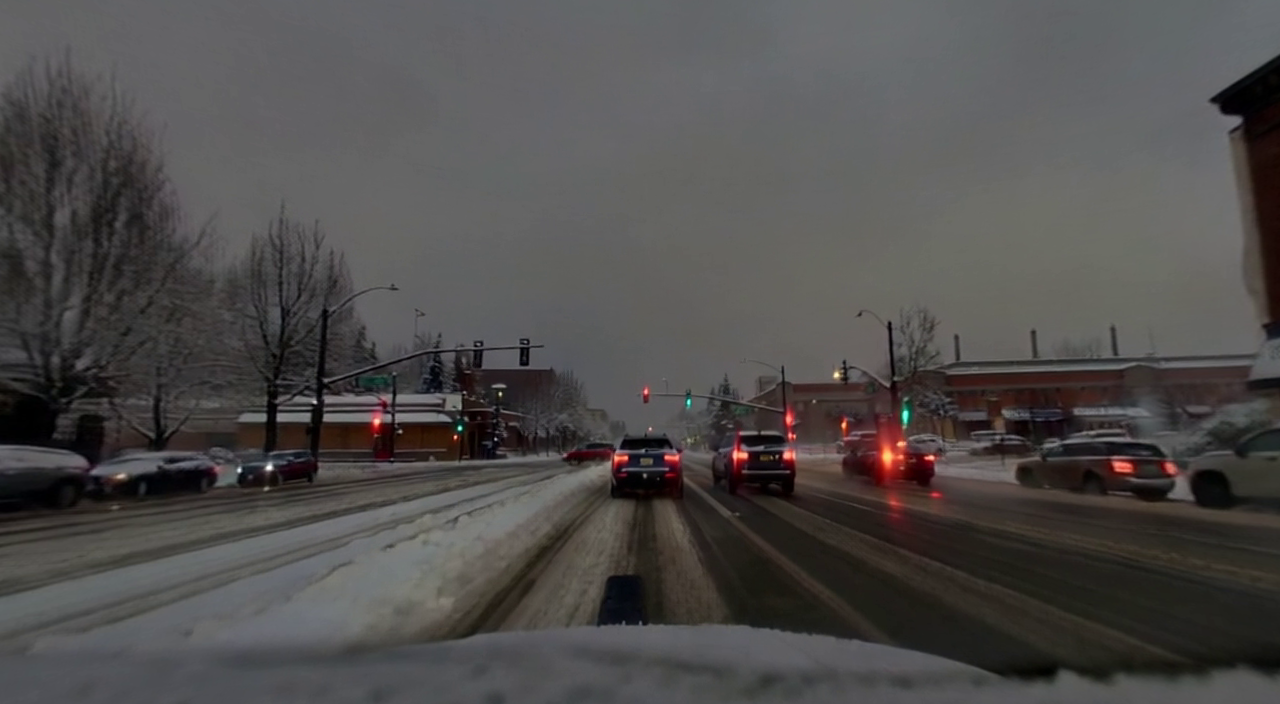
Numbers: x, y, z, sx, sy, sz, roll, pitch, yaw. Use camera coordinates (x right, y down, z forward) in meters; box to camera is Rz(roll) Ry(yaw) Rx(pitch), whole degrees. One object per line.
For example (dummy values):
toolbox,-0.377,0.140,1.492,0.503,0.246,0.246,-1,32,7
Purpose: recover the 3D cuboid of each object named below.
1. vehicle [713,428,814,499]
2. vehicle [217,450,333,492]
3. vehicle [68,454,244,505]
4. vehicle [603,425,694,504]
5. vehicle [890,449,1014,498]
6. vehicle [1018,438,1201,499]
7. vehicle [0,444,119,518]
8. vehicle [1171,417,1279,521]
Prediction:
vehicle,3.681,3.428,19.870,2.115,1.932,5.189,0,-8,0
vehicle,-15.628,5.078,27.390,2.096,1.416,4.885,1,-6,0
vehicle,-15.606,4.094,20.814,1.792,1.429,5.161,0,-9,-1
vehicle,0.189,3.040,17.474,2.157,1.863,4.665,0,-8,0
vehicle,10.297,4.016,21.278,1.863,1.426,4.494,0,-8,-1
vehicle,13.901,3.493,19.116,2.022,1.590,4.466,-1,-10,-1
vehicle,-15.623,3.059,15.140,1.825,1.685,5.220,1,-9,-1
vehicle,13.859,2.218,12.241,2.172,2.060,5.546,-3,-9,0
